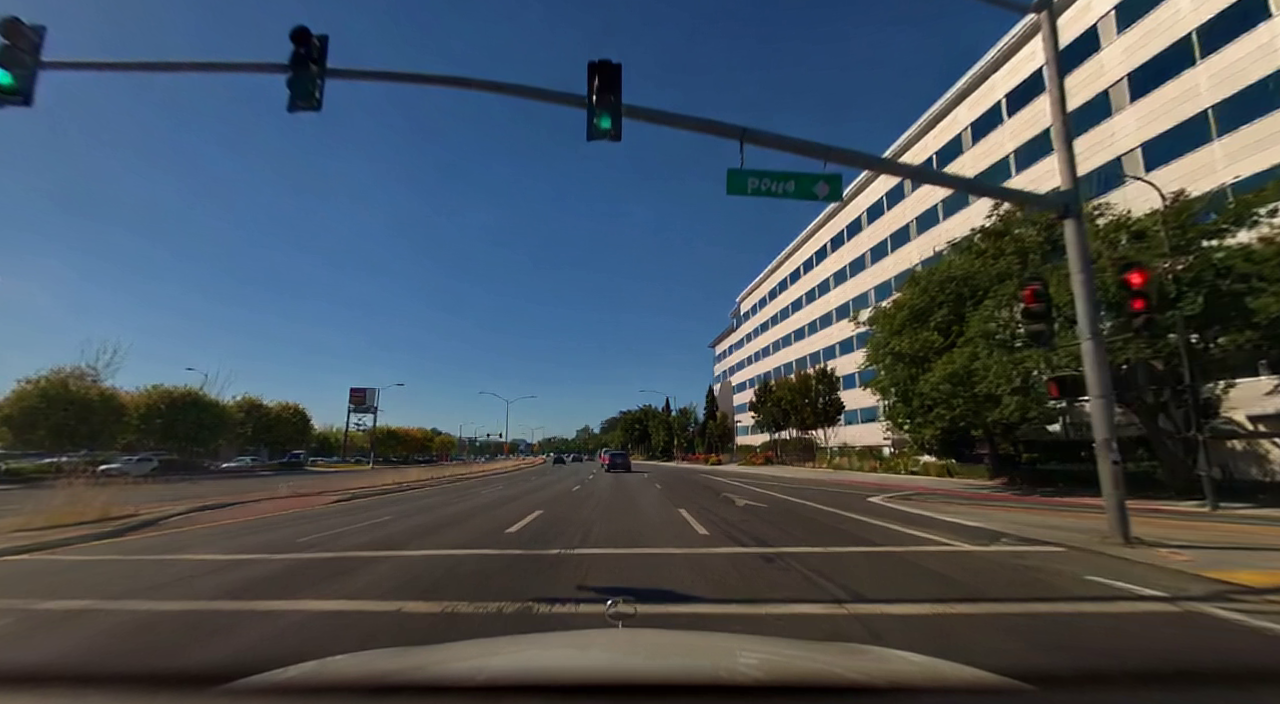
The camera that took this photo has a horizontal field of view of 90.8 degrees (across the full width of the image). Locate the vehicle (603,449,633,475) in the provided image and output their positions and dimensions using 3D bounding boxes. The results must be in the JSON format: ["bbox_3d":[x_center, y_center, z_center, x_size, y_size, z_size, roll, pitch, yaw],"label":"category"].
[{"bbox_3d":[-1.632,7.821,45.068,2.038,1.682,3.844,0,-8,-4],"label":"vehicle"}]
